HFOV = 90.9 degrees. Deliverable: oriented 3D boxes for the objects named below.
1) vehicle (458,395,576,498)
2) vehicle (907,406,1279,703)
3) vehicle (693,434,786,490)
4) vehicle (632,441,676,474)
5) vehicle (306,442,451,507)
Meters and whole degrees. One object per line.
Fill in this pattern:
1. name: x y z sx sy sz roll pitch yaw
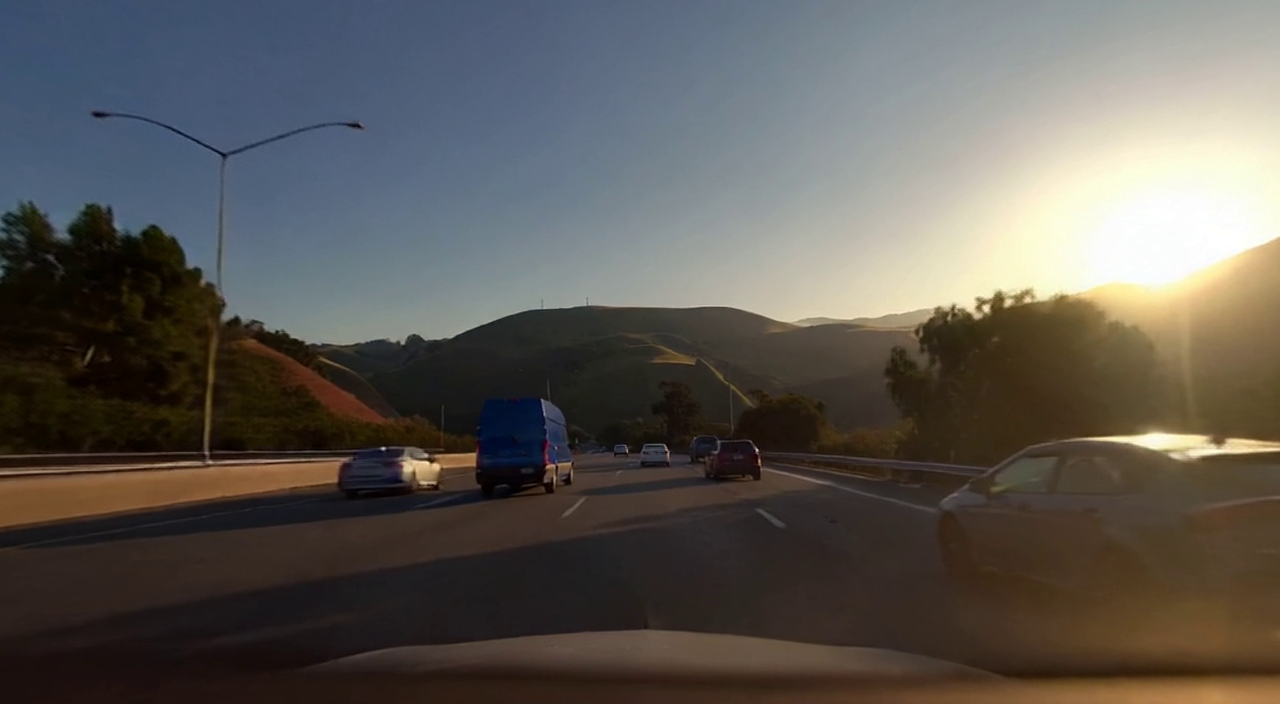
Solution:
1. vehicle: -3.488 2.886 19.360 2.396 2.664 5.735 0 -9 0
2. vehicle: 3.946 1.243 4.531 2.050 1.491 4.362 0 -9 -1
3. vehicle: 3.189 3.636 21.224 2.270 1.660 4.101 0 -9 -3
4. vehicle: 0.660 5.306 31.891 2.054 1.504 3.890 0 -9 0
5. vehicle: -6.786 3.201 17.002 1.964 1.487 4.417 0 -9 1
